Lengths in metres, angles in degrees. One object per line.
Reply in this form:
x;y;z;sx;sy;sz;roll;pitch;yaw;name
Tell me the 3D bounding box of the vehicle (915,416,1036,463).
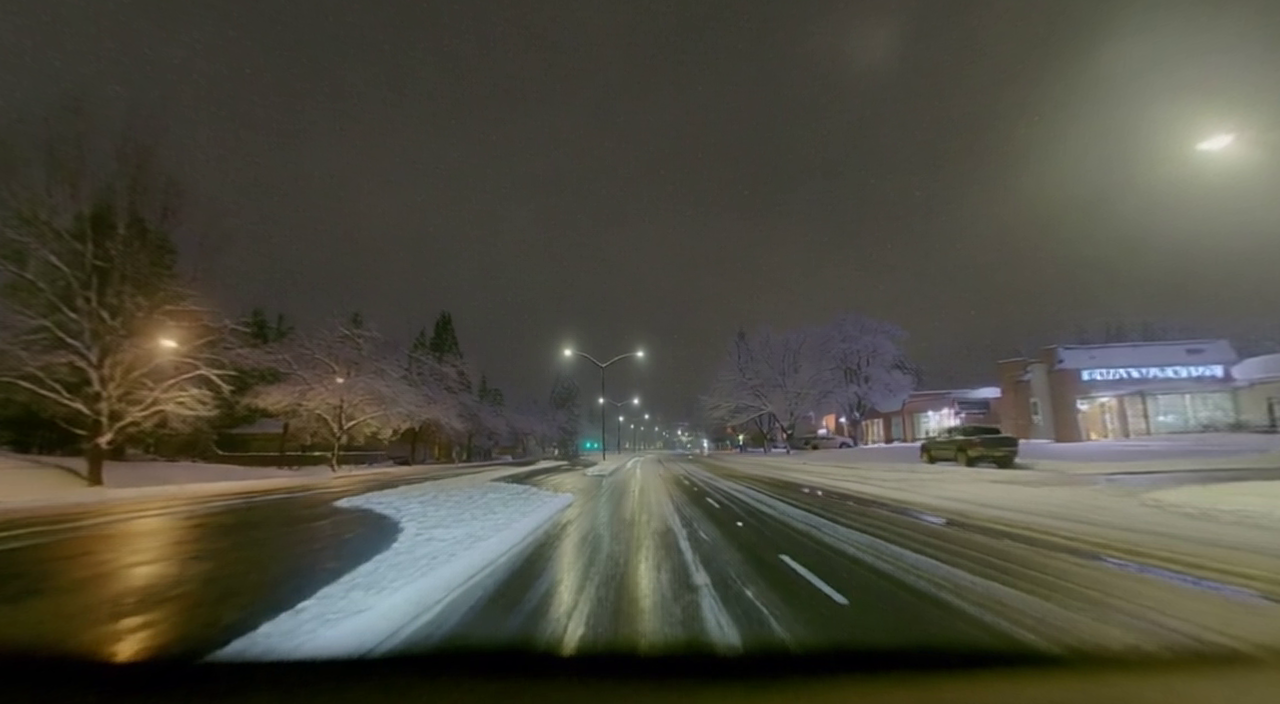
14.897;3.990;28.572;2.195;1.926;5.466;0;-9;-4;vehicle
